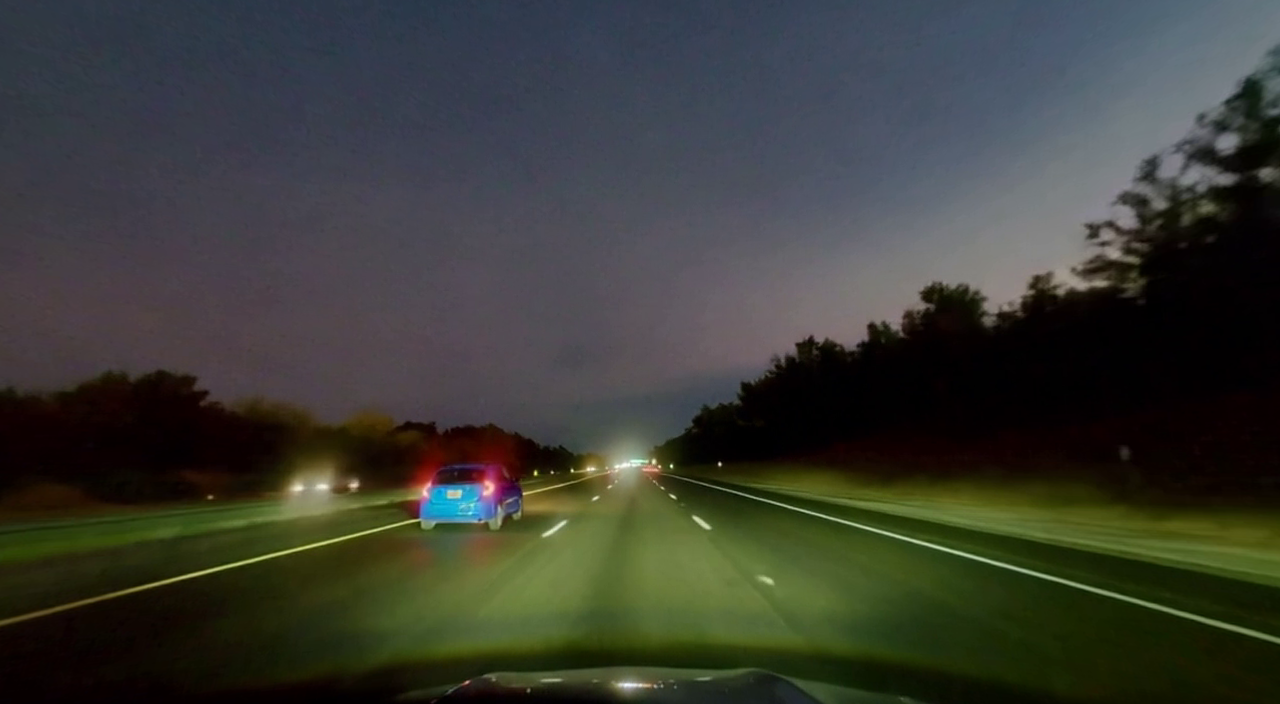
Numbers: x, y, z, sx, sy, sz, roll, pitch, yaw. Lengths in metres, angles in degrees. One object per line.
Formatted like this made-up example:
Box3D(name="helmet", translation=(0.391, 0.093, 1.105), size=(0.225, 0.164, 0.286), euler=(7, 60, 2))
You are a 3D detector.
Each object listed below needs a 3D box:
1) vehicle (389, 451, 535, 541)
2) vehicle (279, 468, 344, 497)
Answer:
Box3D(name="vehicle", translation=(-3.483, 2.919, 13.185), size=(1.797, 1.532, 4.072), euler=(1, -10, 1))
Box3D(name="vehicle", translation=(-16.007, 6.353, 30.867), size=(1.466, 1.333, 3.189), euler=(1, -10, -1))
